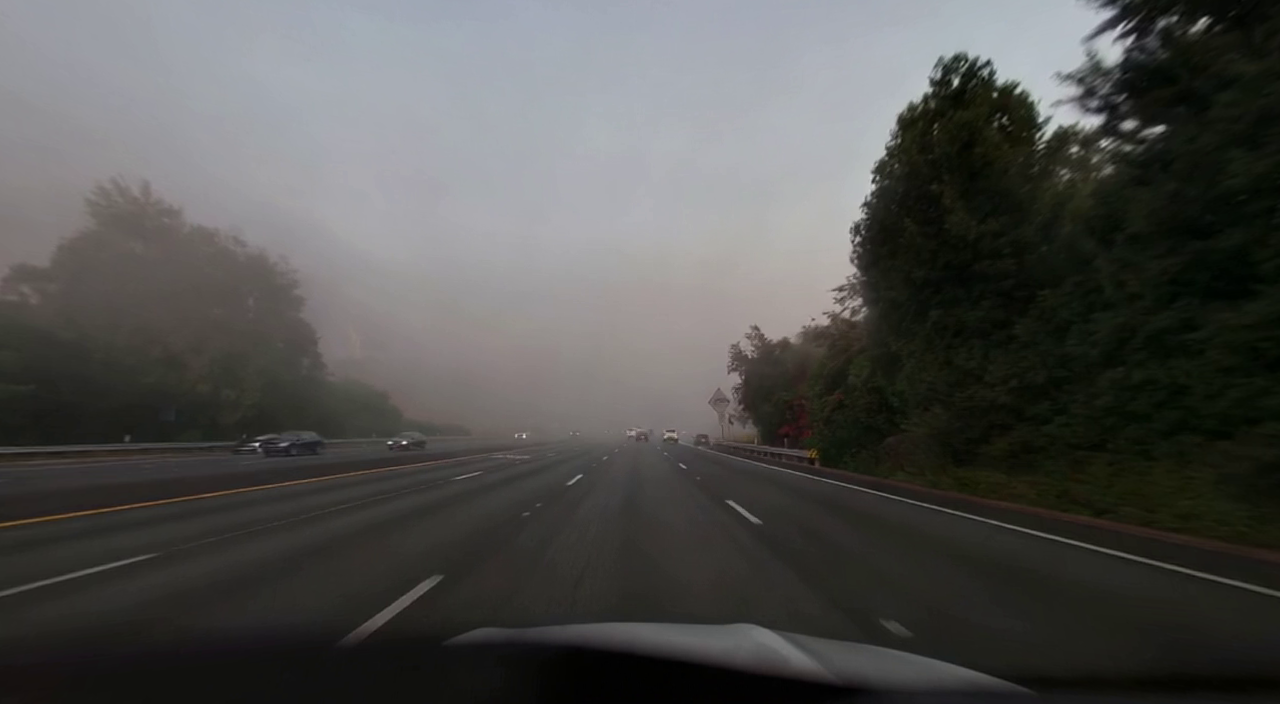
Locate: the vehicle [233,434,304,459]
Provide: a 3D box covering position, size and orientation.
[{"bbox_3d":[-23.959,6.077,40.836,1.986,1.490,4.286,0,-8,0],"label":"vehicle"}]
